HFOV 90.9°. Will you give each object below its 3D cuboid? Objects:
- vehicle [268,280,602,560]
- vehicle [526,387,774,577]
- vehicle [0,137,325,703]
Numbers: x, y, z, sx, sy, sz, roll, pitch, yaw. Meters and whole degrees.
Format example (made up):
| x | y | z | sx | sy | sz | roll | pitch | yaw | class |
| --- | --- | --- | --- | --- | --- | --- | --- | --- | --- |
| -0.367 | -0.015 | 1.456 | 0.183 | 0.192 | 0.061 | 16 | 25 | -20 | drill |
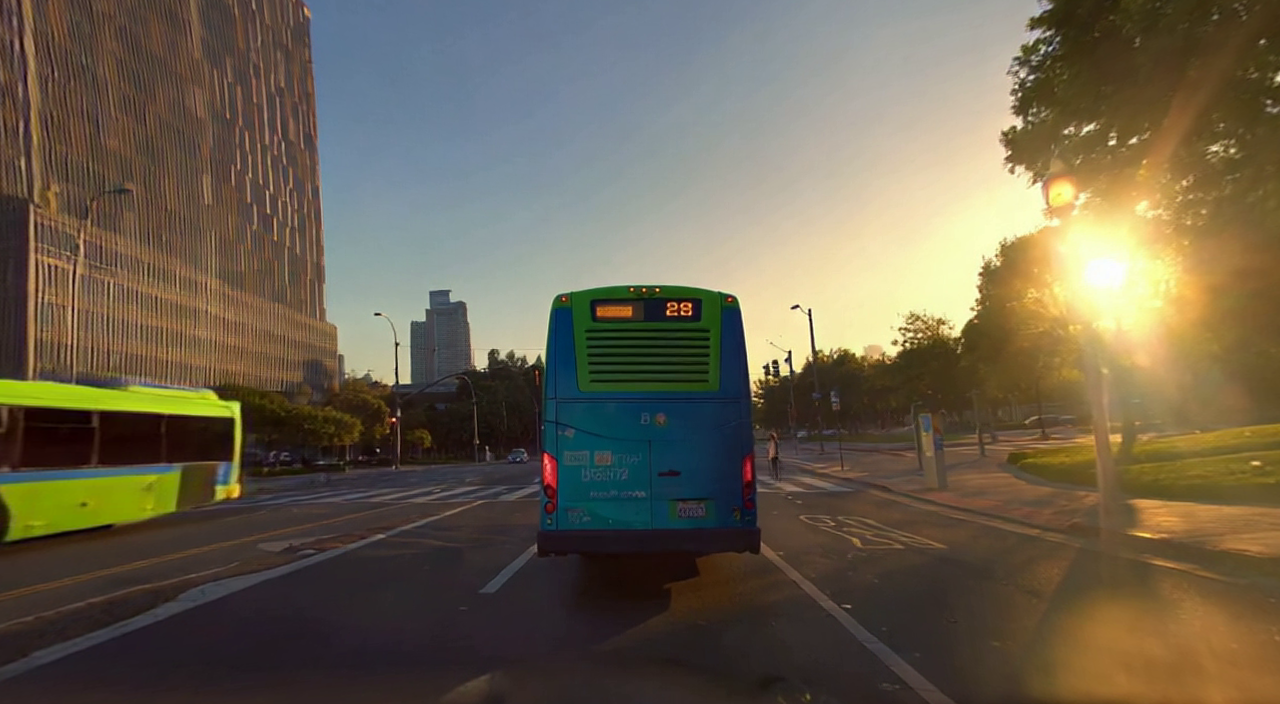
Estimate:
| x | y | z | sx | sy | sz | roll | pitch | yaw | class |
| --- | --- | --- | --- | --- | --- | --- | --- | --- | --- |
| -2.900 | 1.808 | 14.571 | 3.042 | 3.445 | 13.615 | 0 | -9 | 1 | vehicle |
| 0.128 | 1.644 | 8.602 | 2.500 | 1.912 | 4.270 | 0 | -9 | 1 | vehicle |
| -2.760 | 0.320 | 0.221 | 2.329 | 2.089 | 5.659 | 0 | -9 | 0 | vehicle |
